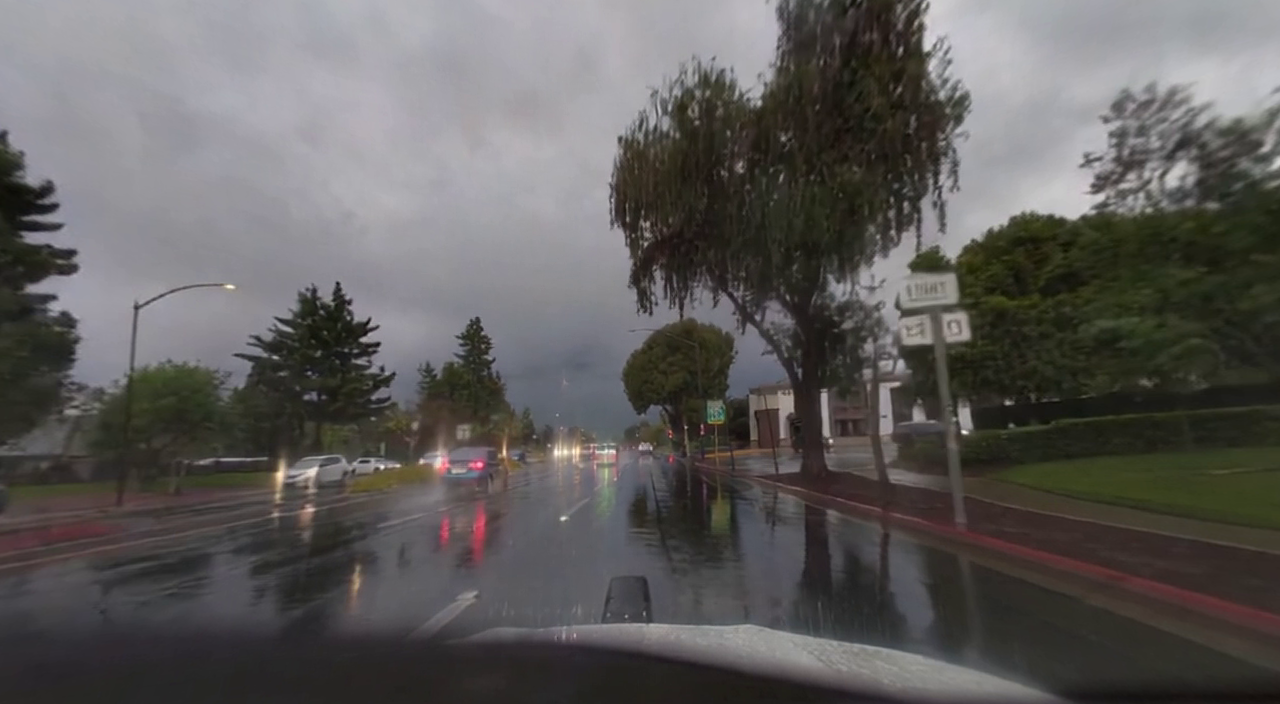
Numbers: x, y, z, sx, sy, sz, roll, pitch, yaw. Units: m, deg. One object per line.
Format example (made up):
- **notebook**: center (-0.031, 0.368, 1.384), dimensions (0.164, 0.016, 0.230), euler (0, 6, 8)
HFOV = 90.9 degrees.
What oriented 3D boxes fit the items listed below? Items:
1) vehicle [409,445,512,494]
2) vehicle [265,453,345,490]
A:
- **vehicle**: center (-5.740, 3.803, 20.814), dimensions (2.072, 1.427, 4.328), euler (-1, -9, 1)
- **vehicle**: center (-17.408, 6.190, 33.034), dimensions (1.800, 1.736, 4.287), euler (-1, -9, 0)
